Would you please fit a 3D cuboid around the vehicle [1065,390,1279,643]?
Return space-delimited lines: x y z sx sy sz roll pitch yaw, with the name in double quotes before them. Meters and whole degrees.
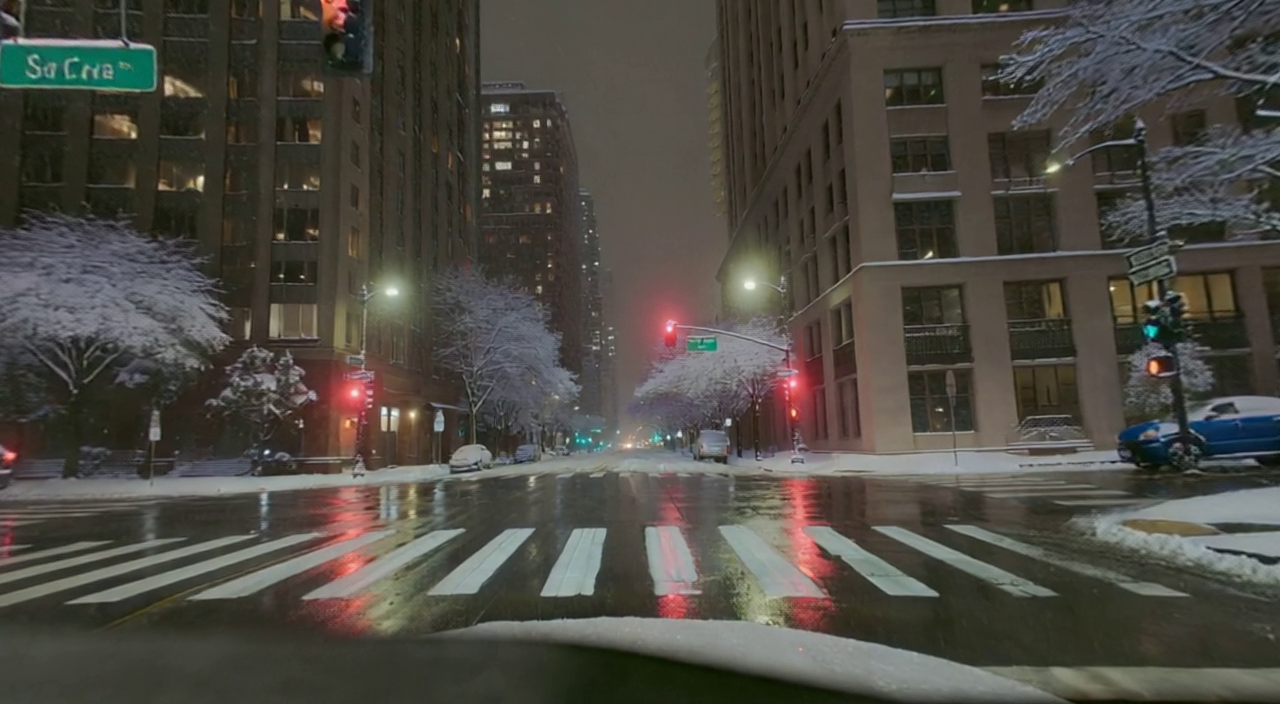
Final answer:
"vehicle" 5.648 1.138 4.246 2.070 1.804 4.881 0 -8 -1

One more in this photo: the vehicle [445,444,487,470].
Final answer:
"vehicle" -12.450 7.508 45.382 1.935 1.639 4.244 -3 -8 -2
